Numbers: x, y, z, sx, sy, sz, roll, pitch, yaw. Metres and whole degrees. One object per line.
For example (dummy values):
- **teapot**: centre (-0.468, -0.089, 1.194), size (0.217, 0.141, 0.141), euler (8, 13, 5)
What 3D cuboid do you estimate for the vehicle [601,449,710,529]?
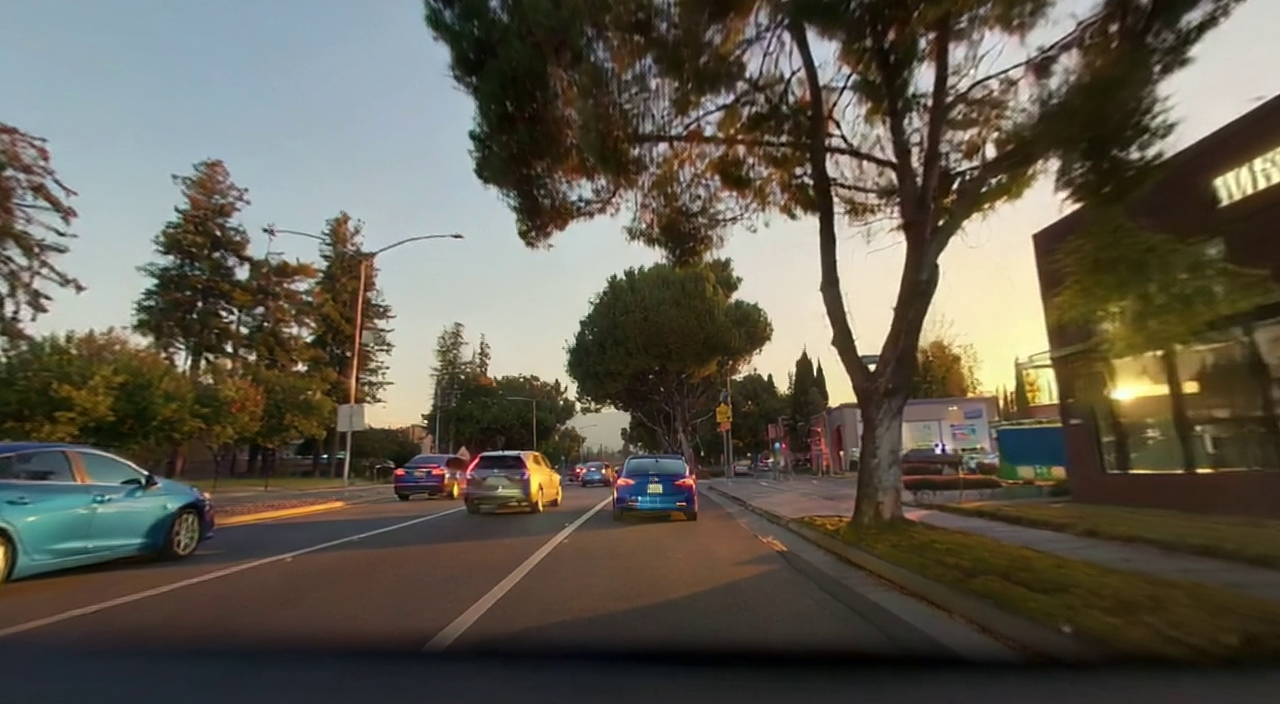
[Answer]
- **vehicle**: centre (0.334, 2.923, 14.064), size (2.091, 1.494, 3.962), euler (0, -8, 1)

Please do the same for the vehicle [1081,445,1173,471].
- **vehicle**: centre (30.576, 6.629, 39.623), size (1.757, 1.496, 4.200), euler (7, -11, -42)

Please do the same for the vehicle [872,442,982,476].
- **vehicle**: centre (18.231, 6.777, 40.237), size (5.852, 1.962, 2.323), euler (-7, -11, 41)

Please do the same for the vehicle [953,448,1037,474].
- **vehicle**: centre (22.470, 6.915, 39.946), size (4.220, 1.550, 1.935), euler (-10, -13, 43)

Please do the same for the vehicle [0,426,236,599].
- **vehicle**: centre (-7.156, 1.739, 7.358), size (1.968, 1.657, 4.230), euler (0, -8, 1)

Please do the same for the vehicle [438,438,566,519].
- **vehicle**: centre (-3.251, 3.075, 15.934), size (2.055, 1.725, 4.732), euler (0, -8, 1)

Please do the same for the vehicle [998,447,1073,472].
- **vehicle**: centre (25.690, 6.944, 40.946), size (3.796, 1.484, 1.723), euler (-7, -12, 41)
